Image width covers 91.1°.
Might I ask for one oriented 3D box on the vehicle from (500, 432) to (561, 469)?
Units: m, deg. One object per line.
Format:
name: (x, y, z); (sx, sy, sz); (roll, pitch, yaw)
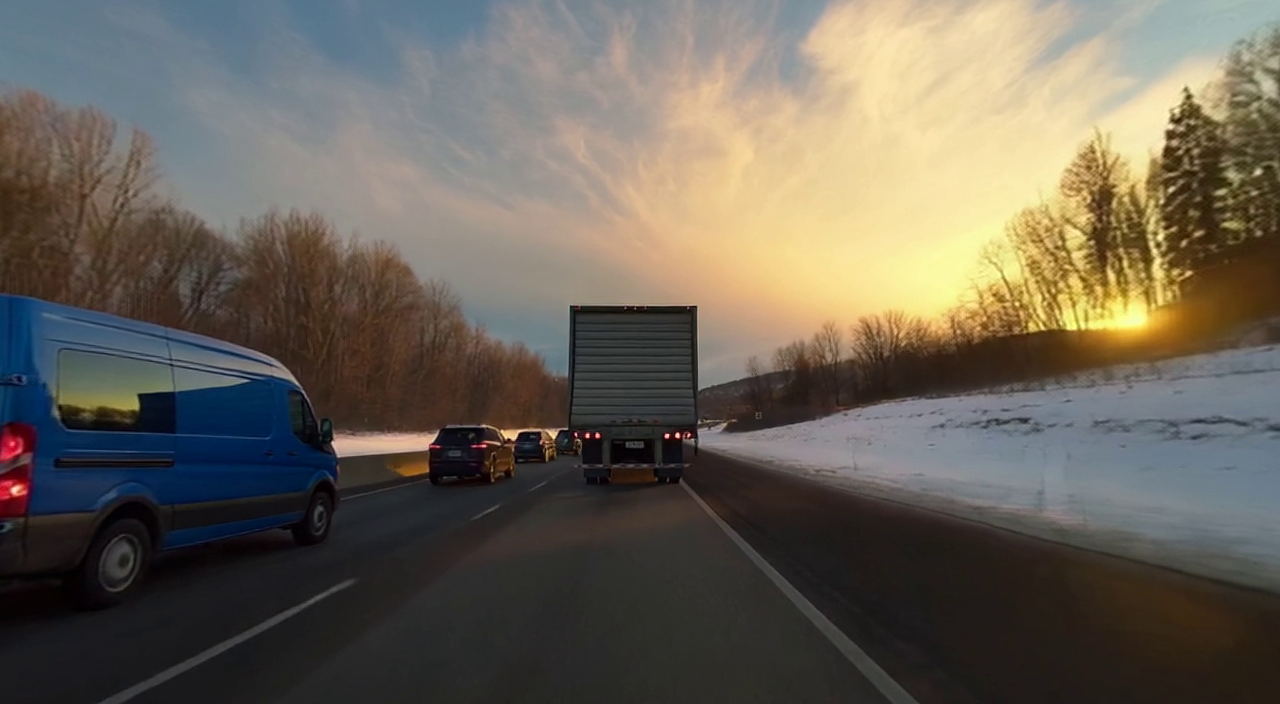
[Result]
vehicle: (-4.858, 4.401, 28.479); (1.931, 1.539, 4.441); (0, -8, 0)

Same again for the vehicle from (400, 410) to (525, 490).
vehicle: (-4.893, 2.801, 18.275); (2.168, 1.985, 4.952); (0, -8, 0)

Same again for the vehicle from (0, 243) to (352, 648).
vehicle: (-5.251, 0.852, 5.897); (2.478, 2.515, 5.438); (0, -8, 0)

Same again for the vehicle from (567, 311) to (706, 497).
vehicle: (-0.096, 1.760, 18.652); (2.953, 4.041, 10.072); (0, -8, 0)
